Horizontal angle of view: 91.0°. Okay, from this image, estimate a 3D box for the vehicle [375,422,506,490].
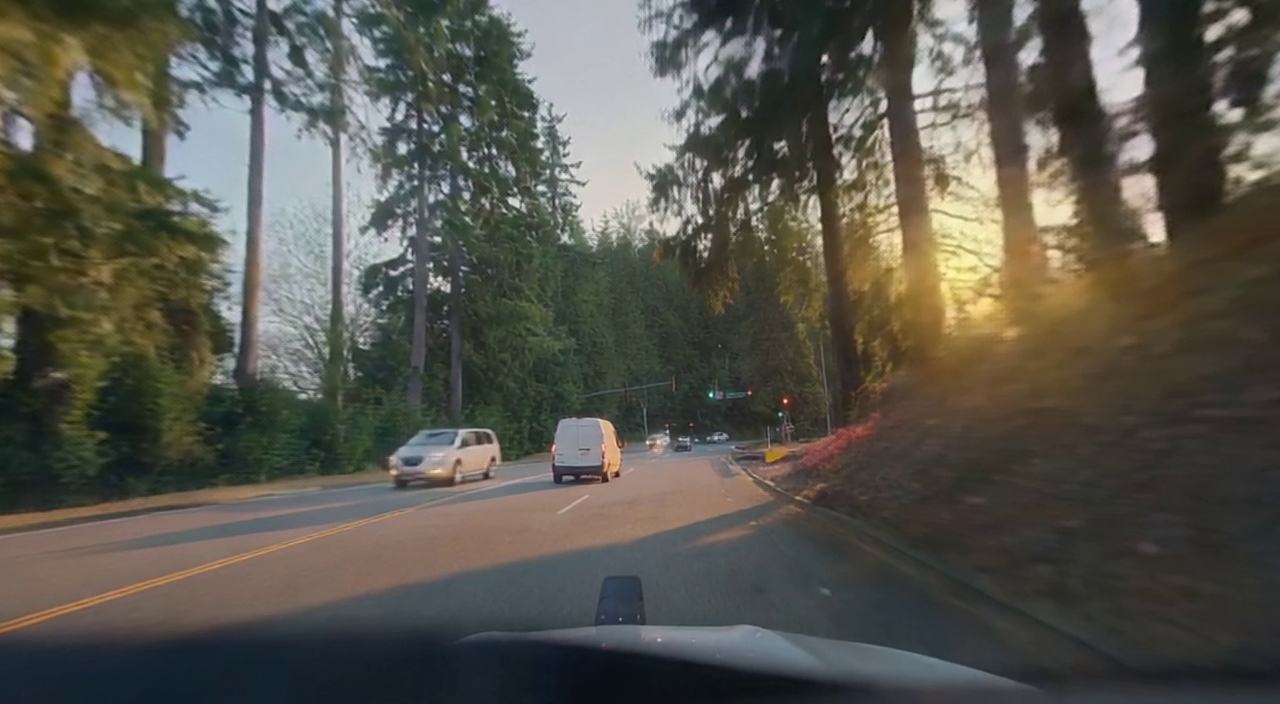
[{"bbox_3d":[-5.494,2.973,18.087,1.968,1.674,4.451,-2,-9,5],"label":"vehicle"}]

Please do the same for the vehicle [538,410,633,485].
[{"bbox_3d":[-1.625,3.168,21.021,2.362,2.185,5.212,-1,-8,4],"label":"vehicle"}]
